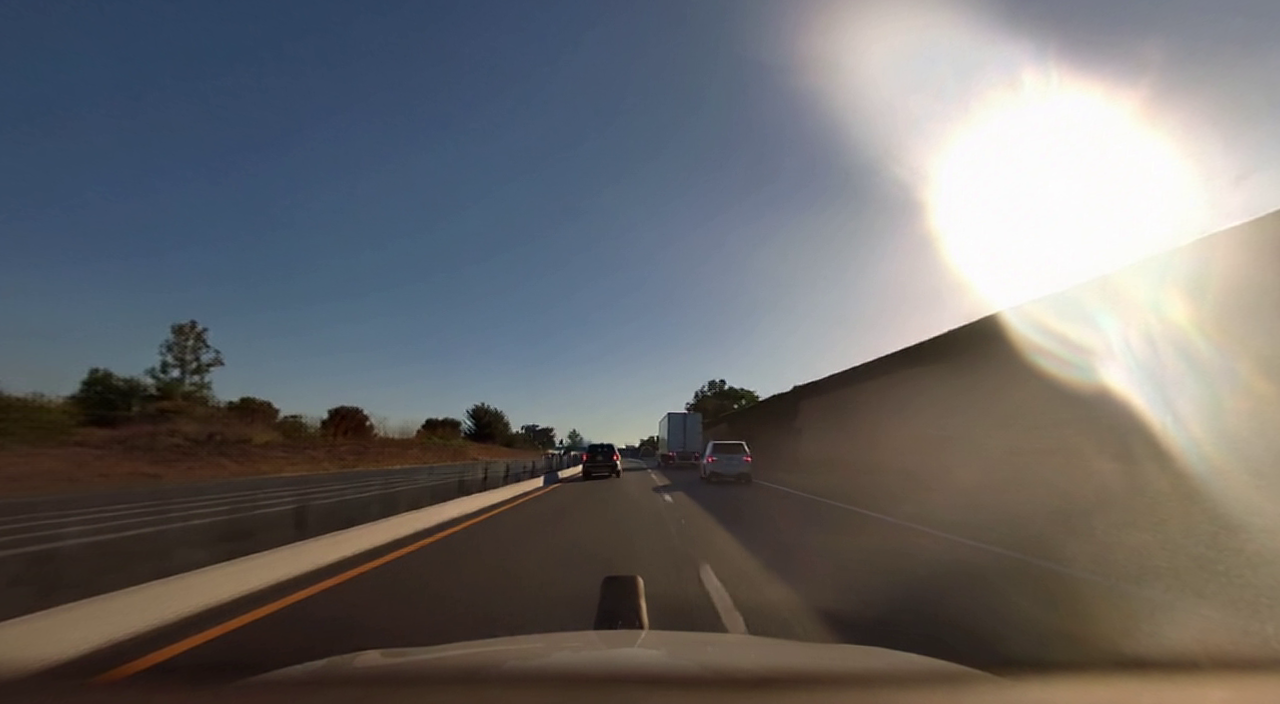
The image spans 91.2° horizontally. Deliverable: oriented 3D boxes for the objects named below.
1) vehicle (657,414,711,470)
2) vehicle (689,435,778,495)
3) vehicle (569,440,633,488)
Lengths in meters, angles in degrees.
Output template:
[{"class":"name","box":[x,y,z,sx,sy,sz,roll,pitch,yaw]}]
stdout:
[{"class":"vehicle","box":[3.241,7.082,49.093,3.143,3.880,10.117,0,-9,-2]},{"class":"vehicle","box":[2.861,3.593,20.206,2.230,1.715,4.243,0,-9,0]},{"class":"vehicle","box":[-1.386,4.309,24.387,2.181,1.653,4.691,0,-9,0]}]
